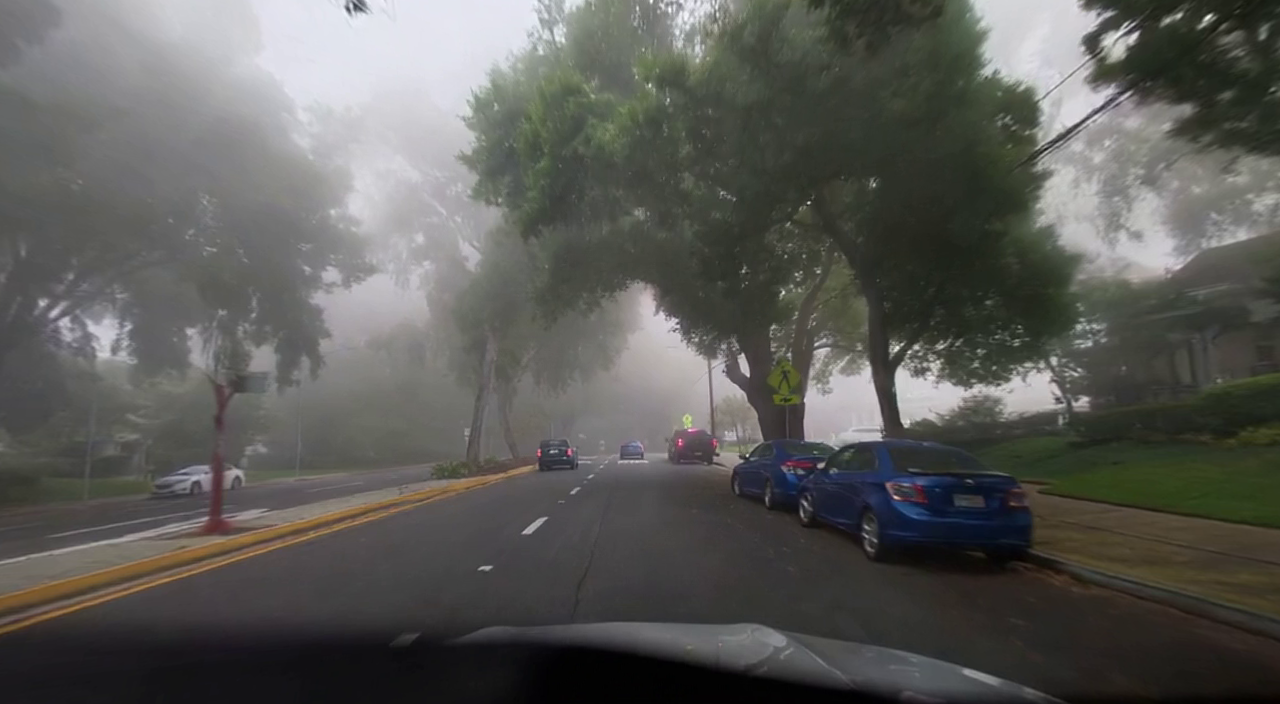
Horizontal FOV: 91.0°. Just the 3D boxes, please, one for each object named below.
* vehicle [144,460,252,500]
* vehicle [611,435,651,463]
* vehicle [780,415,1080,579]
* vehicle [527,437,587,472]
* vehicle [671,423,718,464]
[{"bbox_3d":[-19.385,5.585,27.847,1.812,1.499,4.276,0,-8,-3],"label":"vehicle"},{"bbox_3d":[-0.524,5.610,36.566,2.187,1.478,4.138,0,-8,-1],"label":"vehicle"},{"bbox_3d":[3.307,1.728,8.422,1.819,1.554,4.638,0,-8,0],"label":"vehicle"},{"bbox_3d":[-3.642,4.575,28.399,2.083,1.460,4.527,0,-8,0],"label":"vehicle"},{"bbox_3d":[2.884,5.010,34.492,2.072,2.017,5.590,0,-8,0],"label":"vehicle"}]
